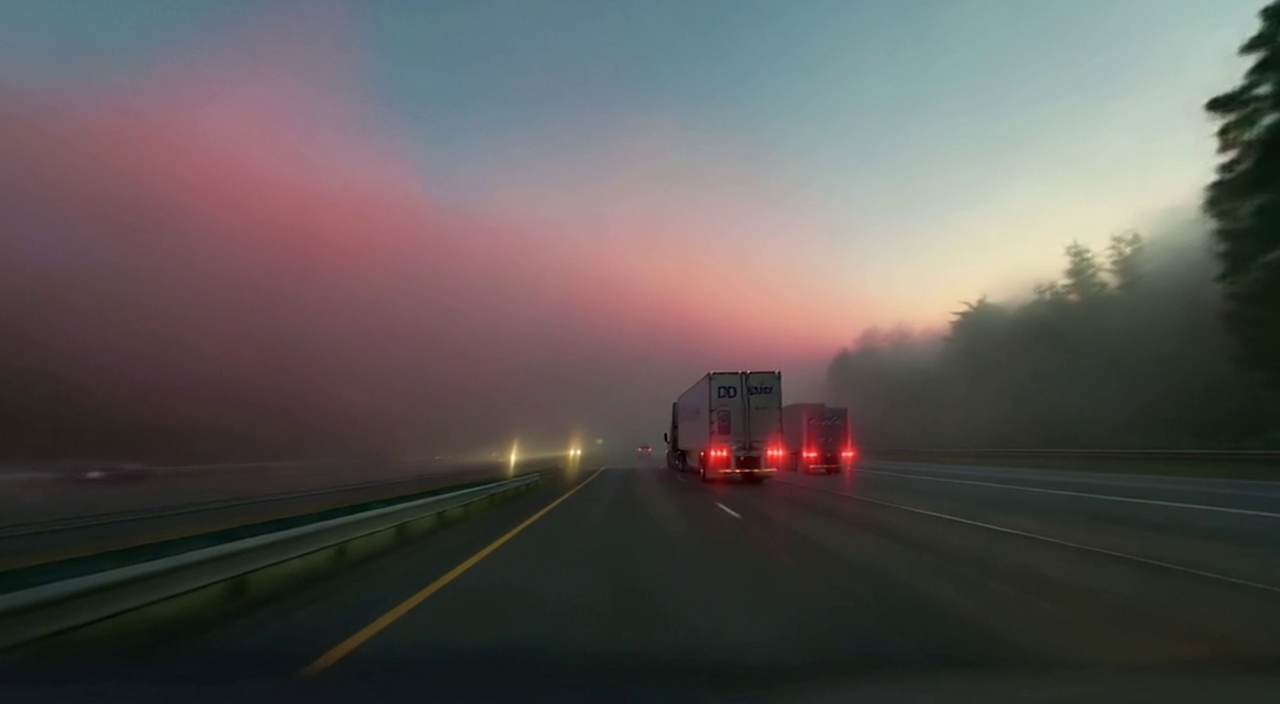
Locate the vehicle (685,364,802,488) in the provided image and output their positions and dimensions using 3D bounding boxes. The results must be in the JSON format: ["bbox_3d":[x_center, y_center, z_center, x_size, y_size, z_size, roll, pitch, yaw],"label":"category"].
[{"bbox_3d":[3.708,3.140,25.328,3.025,4.010,9.542,0,-9,0],"label":"vehicle"}]

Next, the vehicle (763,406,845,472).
[{"bbox_3d":[11.325,6.245,44.575,2.946,4.031,10.368,-1,-9,0],"label":"vehicle"}]

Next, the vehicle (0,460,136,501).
[{"bbox_3d":[-24.233,5.307,26.261,1.907,1.481,4.822,-1,-9,5],"label":"vehicle"}]
